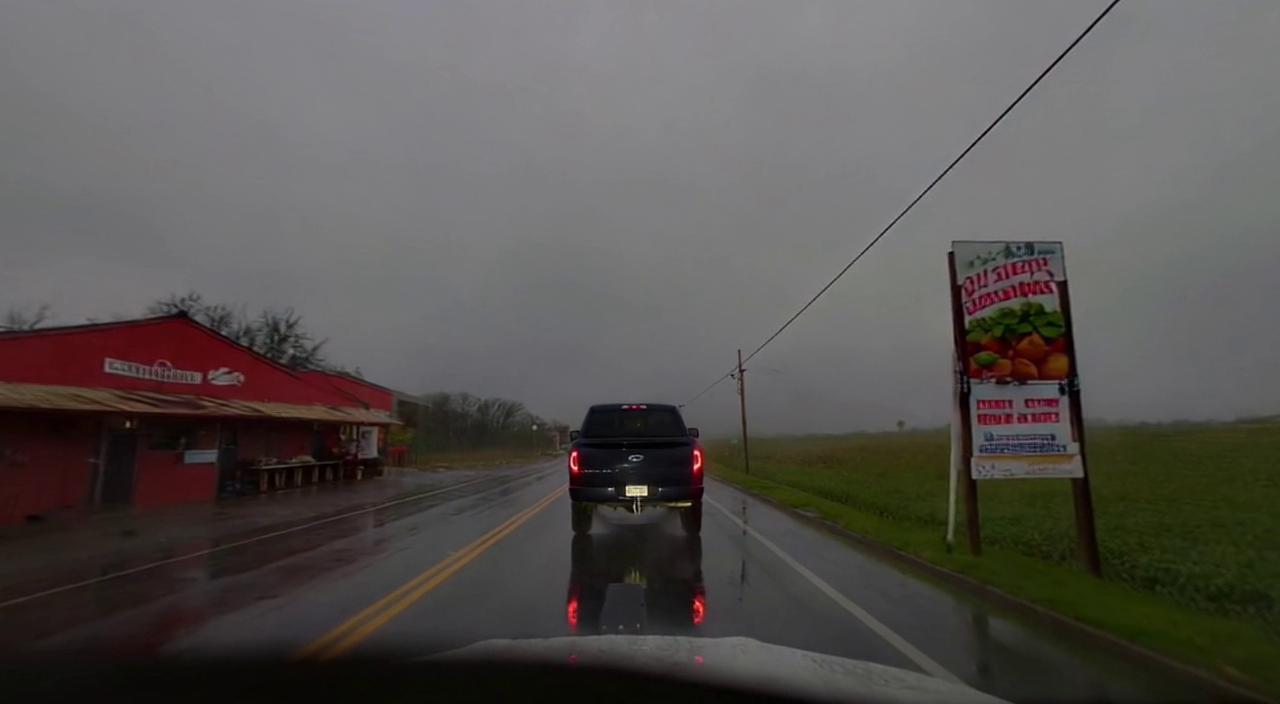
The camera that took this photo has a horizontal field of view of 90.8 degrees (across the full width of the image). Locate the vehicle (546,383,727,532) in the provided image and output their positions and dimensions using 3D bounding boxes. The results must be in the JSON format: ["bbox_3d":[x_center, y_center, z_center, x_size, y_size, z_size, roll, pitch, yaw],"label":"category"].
[{"bbox_3d":[-0.118,2.003,12.443,2.693,2.223,5.885,0,-8,-1],"label":"vehicle"}]
